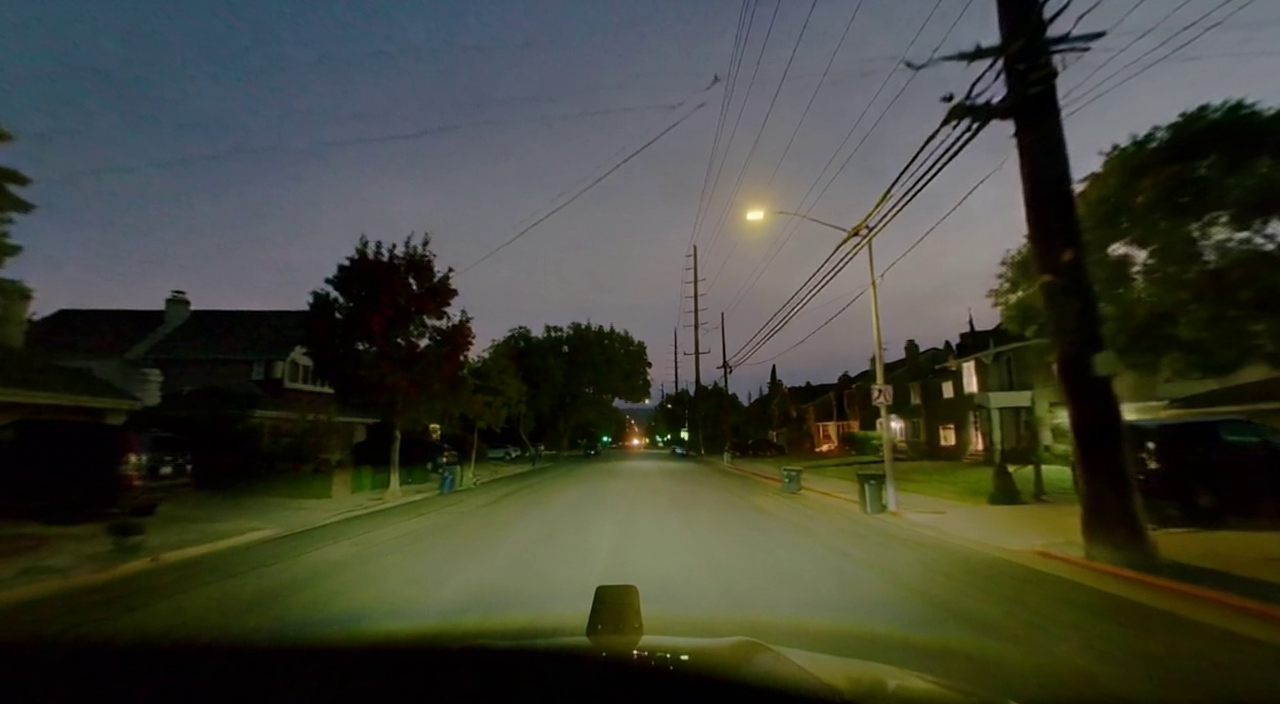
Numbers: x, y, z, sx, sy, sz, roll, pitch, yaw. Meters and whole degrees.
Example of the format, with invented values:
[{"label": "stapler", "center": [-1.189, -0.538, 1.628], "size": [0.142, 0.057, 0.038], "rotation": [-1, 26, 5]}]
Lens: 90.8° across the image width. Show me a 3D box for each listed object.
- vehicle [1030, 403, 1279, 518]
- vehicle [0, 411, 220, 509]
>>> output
[{"label": "vehicle", "center": [10.255, 1.875, 11.169], "size": [5.221, 1.798, 2.211], "rotation": [0, -8, -2]}, {"label": "vehicle", "center": [-12.365, 2.236, 13.306], "size": [5.186, 1.842, 2.465], "rotation": [0, -8, -1]}]
